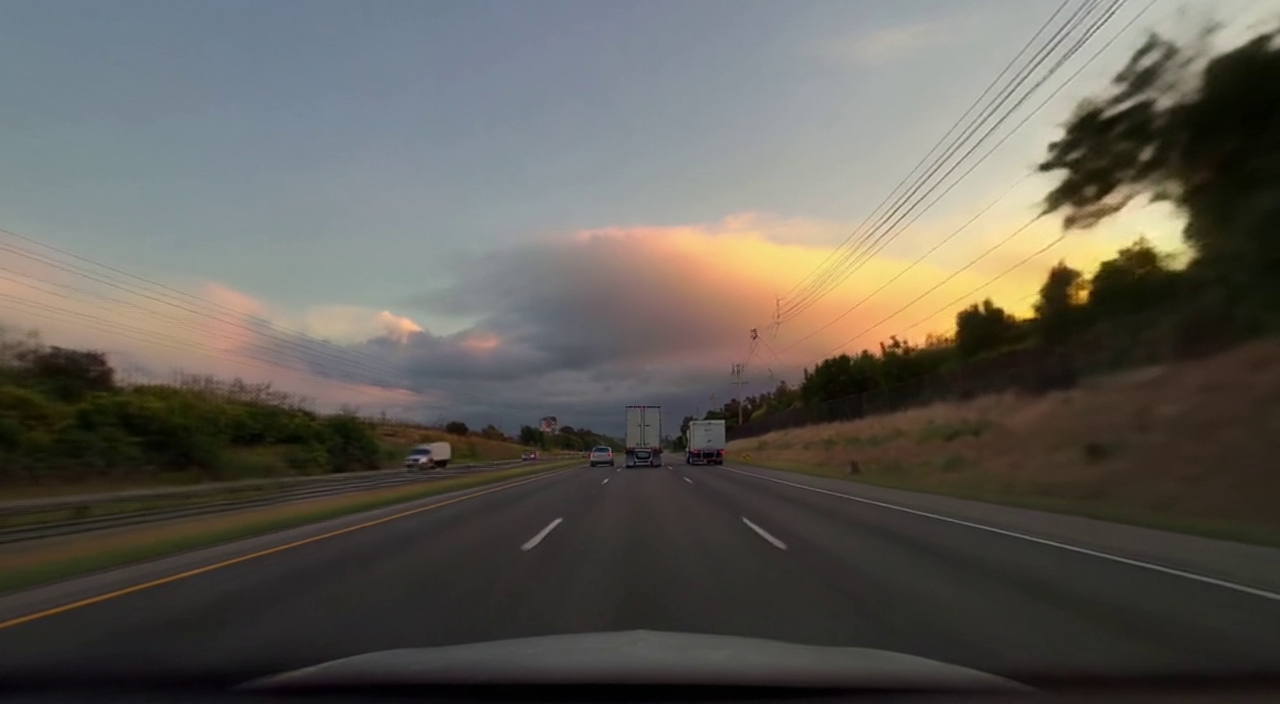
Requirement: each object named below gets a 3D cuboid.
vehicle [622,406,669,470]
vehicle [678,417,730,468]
[{"bbox_3d":[0.321,6.575,47.013,2.997,4.076,13.224,0,-9,0],"label":"vehicle"},{"bbox_3d":[4.545,6.761,46.533,2.938,3.378,8.820,0,-9,0],"label":"vehicle"}]
